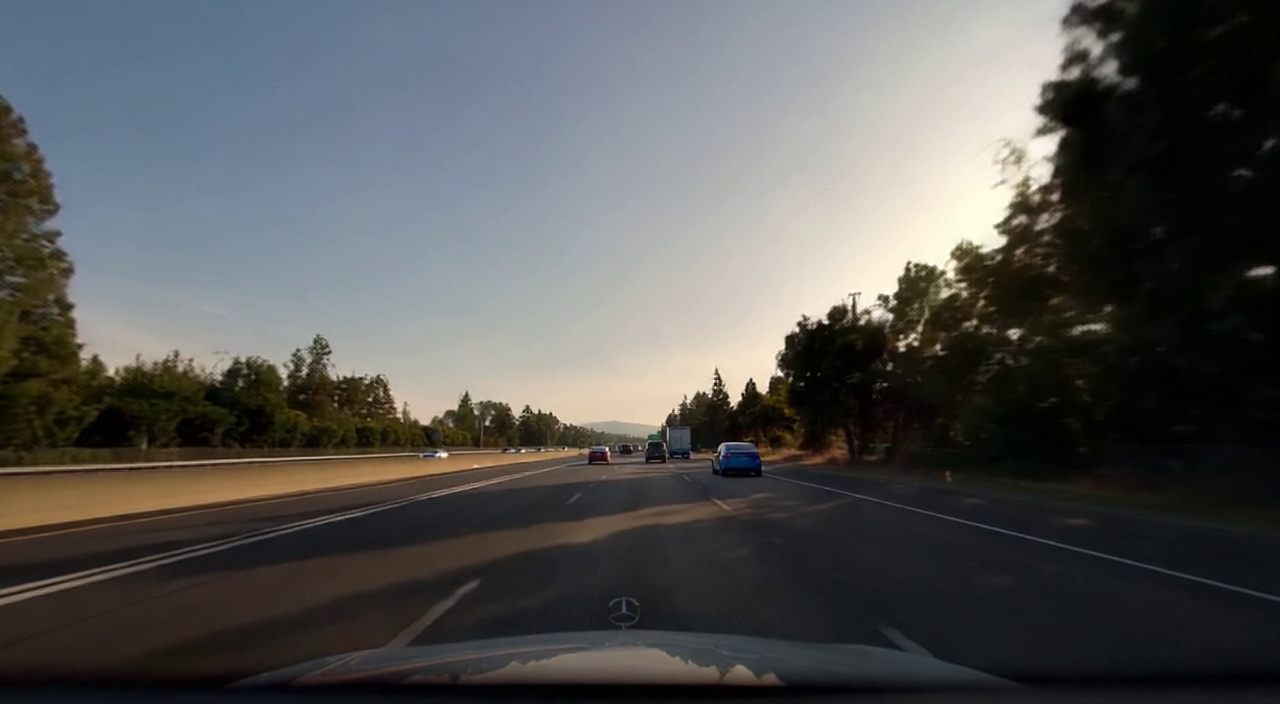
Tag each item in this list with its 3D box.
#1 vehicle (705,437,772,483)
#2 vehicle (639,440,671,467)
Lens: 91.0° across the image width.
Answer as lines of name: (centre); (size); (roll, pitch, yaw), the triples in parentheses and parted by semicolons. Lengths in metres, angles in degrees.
vehicle: (3.976, 4.426, 26.115); (2.082, 1.720, 4.393); (0, -9, 0)
vehicle: (1.053, 7.375, 45.933); (2.205, 1.785, 4.423); (0, -9, 0)
